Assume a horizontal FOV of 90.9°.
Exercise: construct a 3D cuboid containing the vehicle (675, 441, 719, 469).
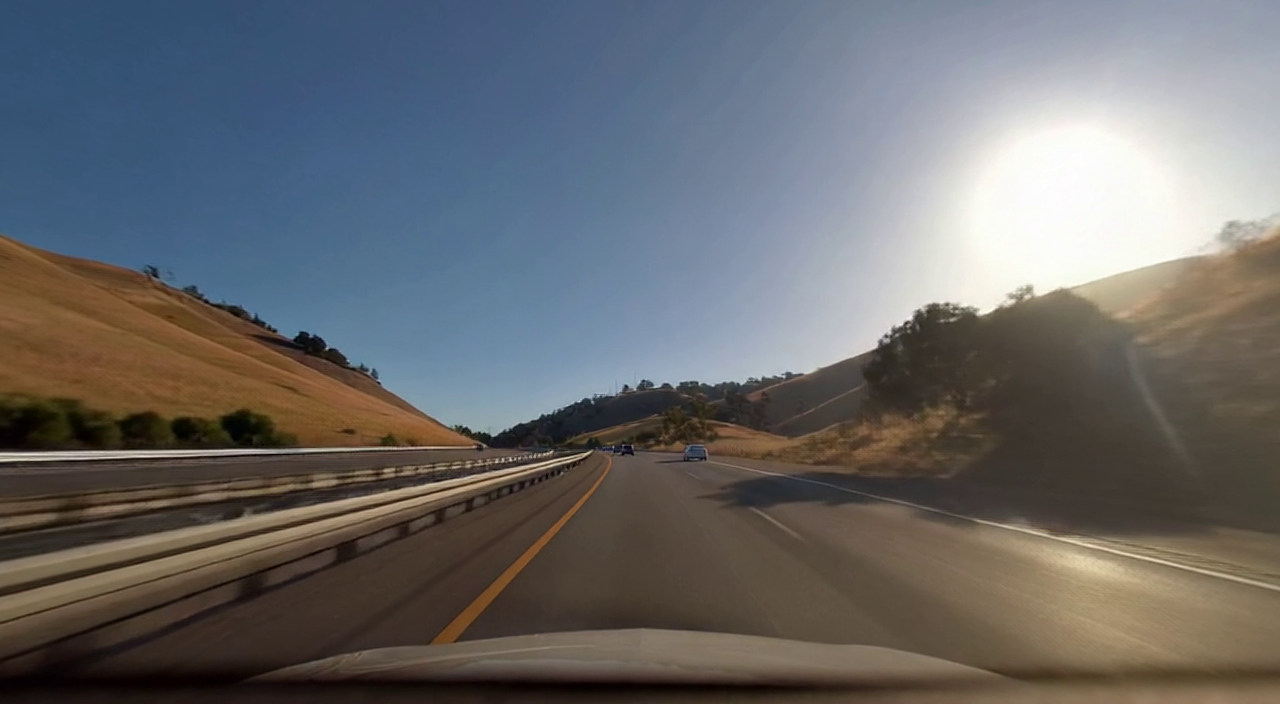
[{"bbox_3d":[3.341,6.161,37.962,1.960,1.516,4.657,0,-8,-3],"label":"vehicle"}]
